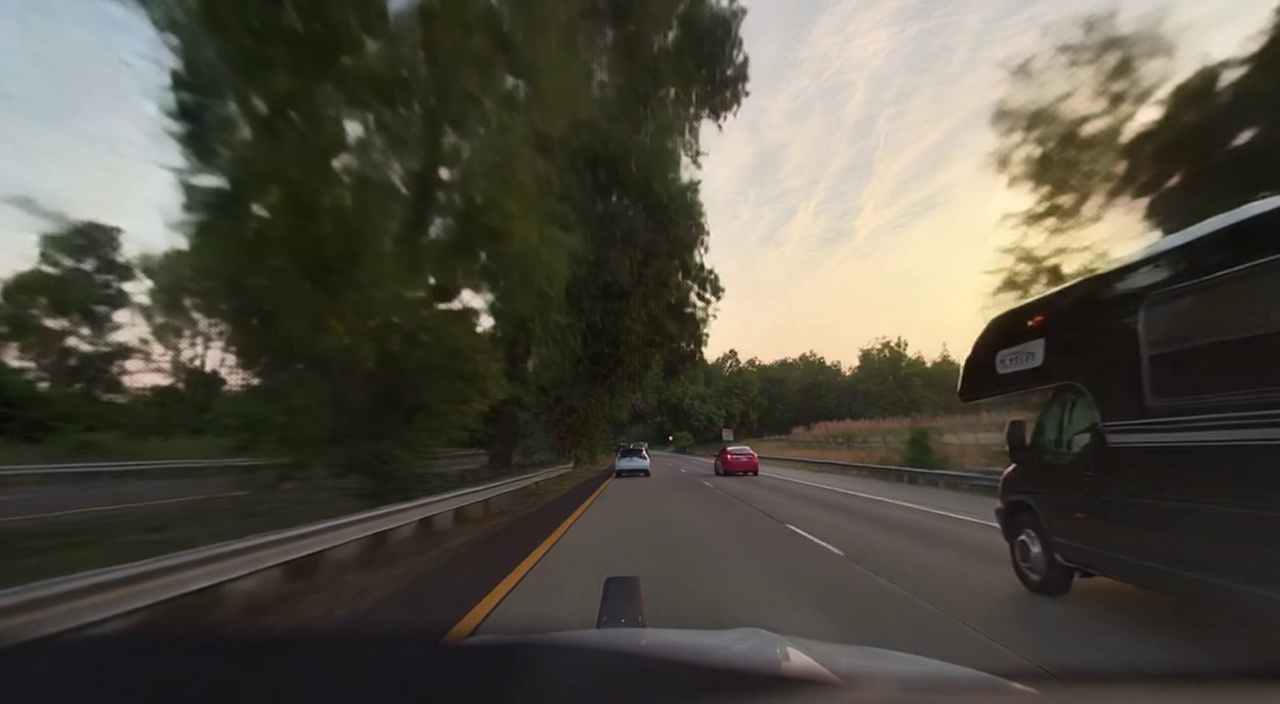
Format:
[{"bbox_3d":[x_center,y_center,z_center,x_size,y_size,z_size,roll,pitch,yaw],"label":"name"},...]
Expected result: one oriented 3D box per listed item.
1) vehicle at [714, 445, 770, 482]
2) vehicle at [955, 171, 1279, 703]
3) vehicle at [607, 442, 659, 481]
[{"bbox_3d":[4.296,4.735,26.926,1.757,1.459,3.398,0,-9,-1],"label":"vehicle"},{"bbox_3d":[4.791,0.432,3.137,2.745,2.832,7.035,0,-9,0],"label":"vehicle"},{"bbox_3d":[-0.289,4.821,27.924,2.120,1.575,4.018,0,-9,0],"label":"vehicle"}]
